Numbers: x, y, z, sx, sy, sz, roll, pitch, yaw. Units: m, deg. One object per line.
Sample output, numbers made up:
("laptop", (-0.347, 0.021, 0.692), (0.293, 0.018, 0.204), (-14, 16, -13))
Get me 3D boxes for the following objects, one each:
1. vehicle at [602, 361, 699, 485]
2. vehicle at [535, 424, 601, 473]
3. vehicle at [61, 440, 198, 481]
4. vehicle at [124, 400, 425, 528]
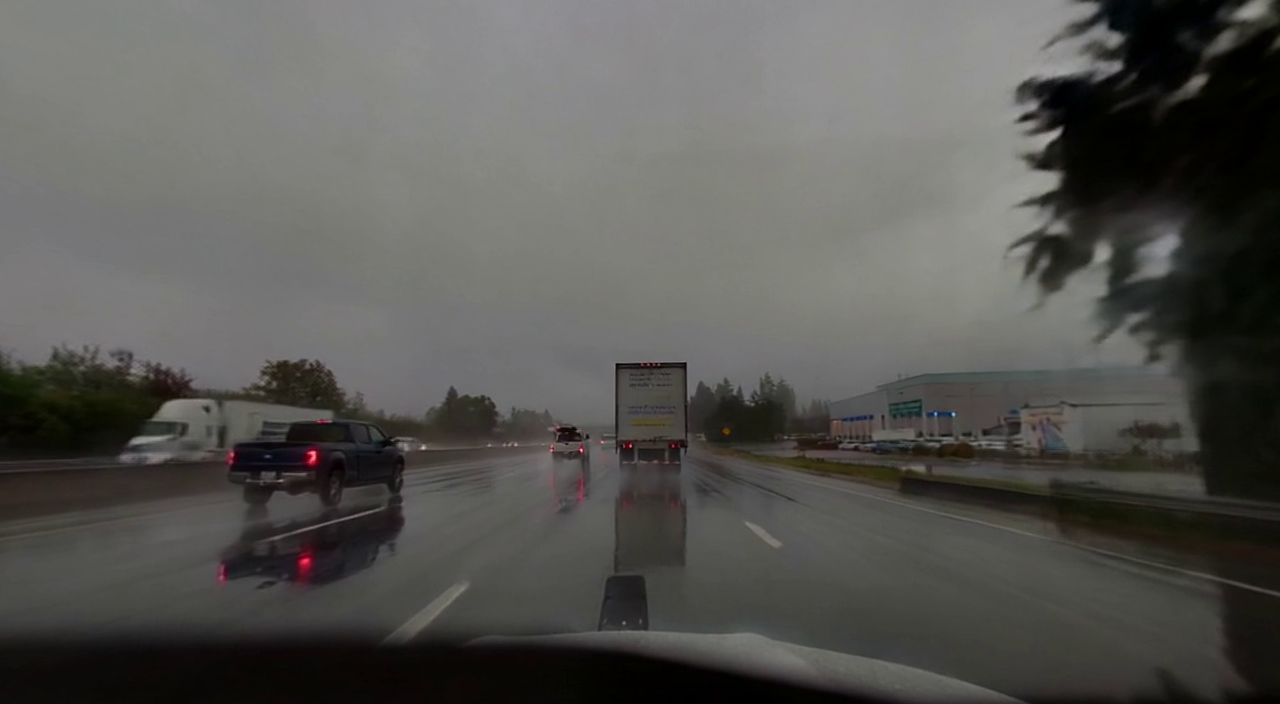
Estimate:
("vehicle", (0.281, 2.914, 24.345), (2.941, 3.794, 9.851), (0, -9, 0))
("vehicle", (-3.256, 4.594, 30.081), (2.379, 2.075, 6.169), (0, -9, 1))
("vehicle", (-20.617, 4.382, 25.774), (1.877, 1.497, 4.478), (0, -9, -1))
("vehicle", (-6.716, 2.190, 12.839), (2.479, 1.978, 5.952), (0, -9, 1))
